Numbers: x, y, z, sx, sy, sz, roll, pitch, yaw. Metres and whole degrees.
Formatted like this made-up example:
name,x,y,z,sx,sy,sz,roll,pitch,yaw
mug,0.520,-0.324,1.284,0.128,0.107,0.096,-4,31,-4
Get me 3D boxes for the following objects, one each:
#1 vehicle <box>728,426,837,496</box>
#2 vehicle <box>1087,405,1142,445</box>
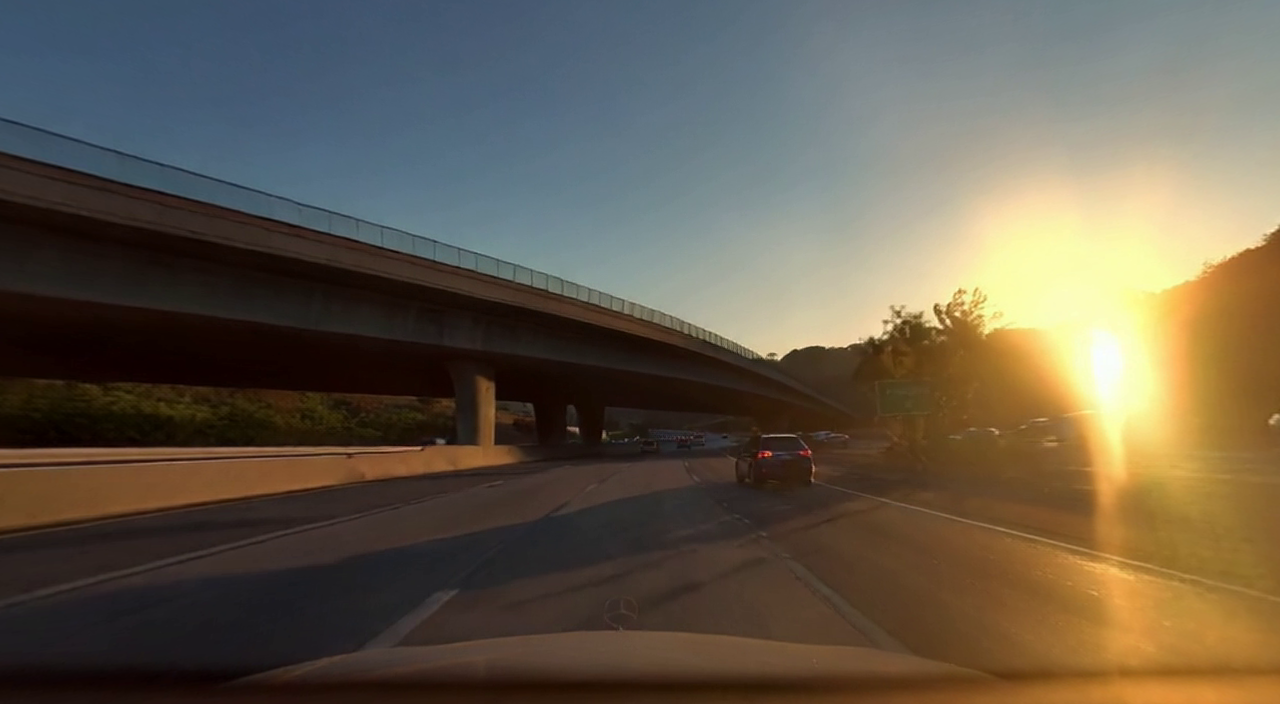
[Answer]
name,x,y,z,sx,sy,sz,roll,pitch,yaw
vehicle,3.820,2.997,17.669,2.090,1.715,4.228,0,-8,0
vehicle,34.048,5.305,45.046,2.478,2.614,6.965,-8,-11,40
